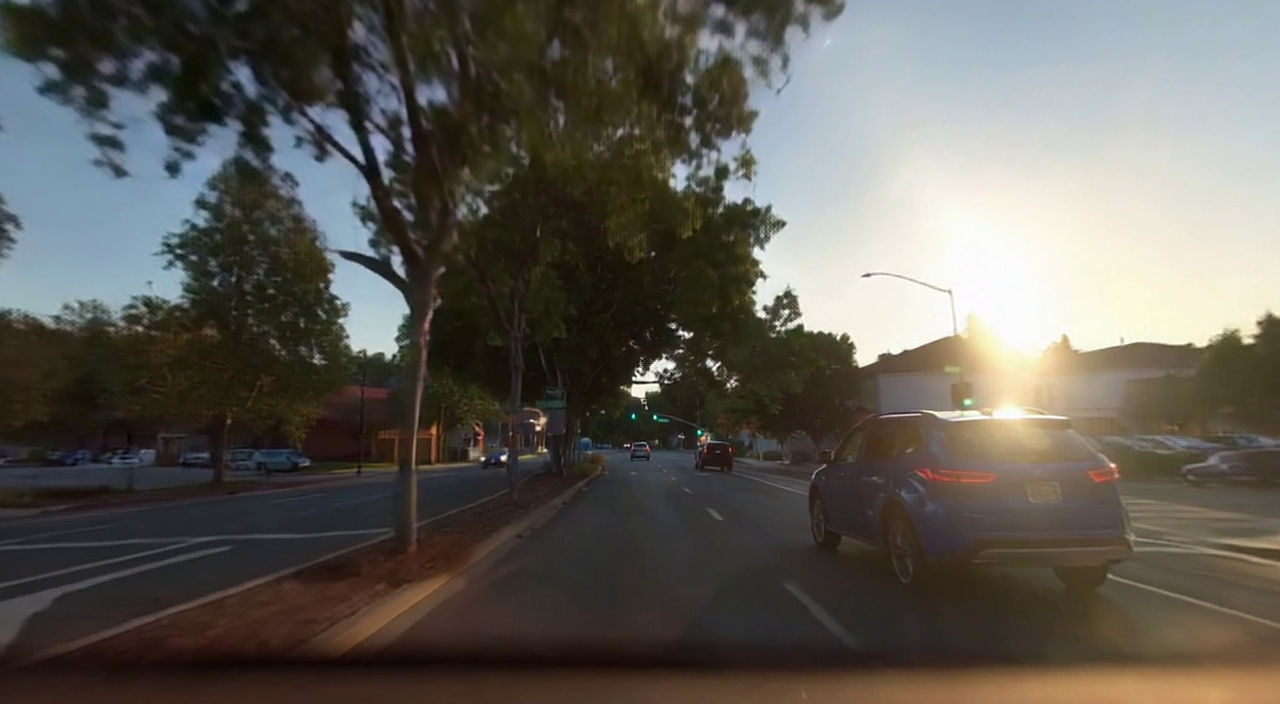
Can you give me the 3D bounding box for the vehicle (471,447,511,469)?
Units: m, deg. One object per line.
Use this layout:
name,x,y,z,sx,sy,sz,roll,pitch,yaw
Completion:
vehicle,-10.700,7.653,45.486,1.932,1.483,4.246,0,-8,-2

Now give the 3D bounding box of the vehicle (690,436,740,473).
vehicle,3.903,5.453,33.710,2.085,1.828,5.383,0,-8,1

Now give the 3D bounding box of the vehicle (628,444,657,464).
vehicle,0.200,7.794,48.386,2.131,1.474,4.146,0,-8,0

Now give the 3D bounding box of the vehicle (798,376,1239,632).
vehicle,3.321,1.427,6.848,2.033,1.865,4.360,0,-8,0
